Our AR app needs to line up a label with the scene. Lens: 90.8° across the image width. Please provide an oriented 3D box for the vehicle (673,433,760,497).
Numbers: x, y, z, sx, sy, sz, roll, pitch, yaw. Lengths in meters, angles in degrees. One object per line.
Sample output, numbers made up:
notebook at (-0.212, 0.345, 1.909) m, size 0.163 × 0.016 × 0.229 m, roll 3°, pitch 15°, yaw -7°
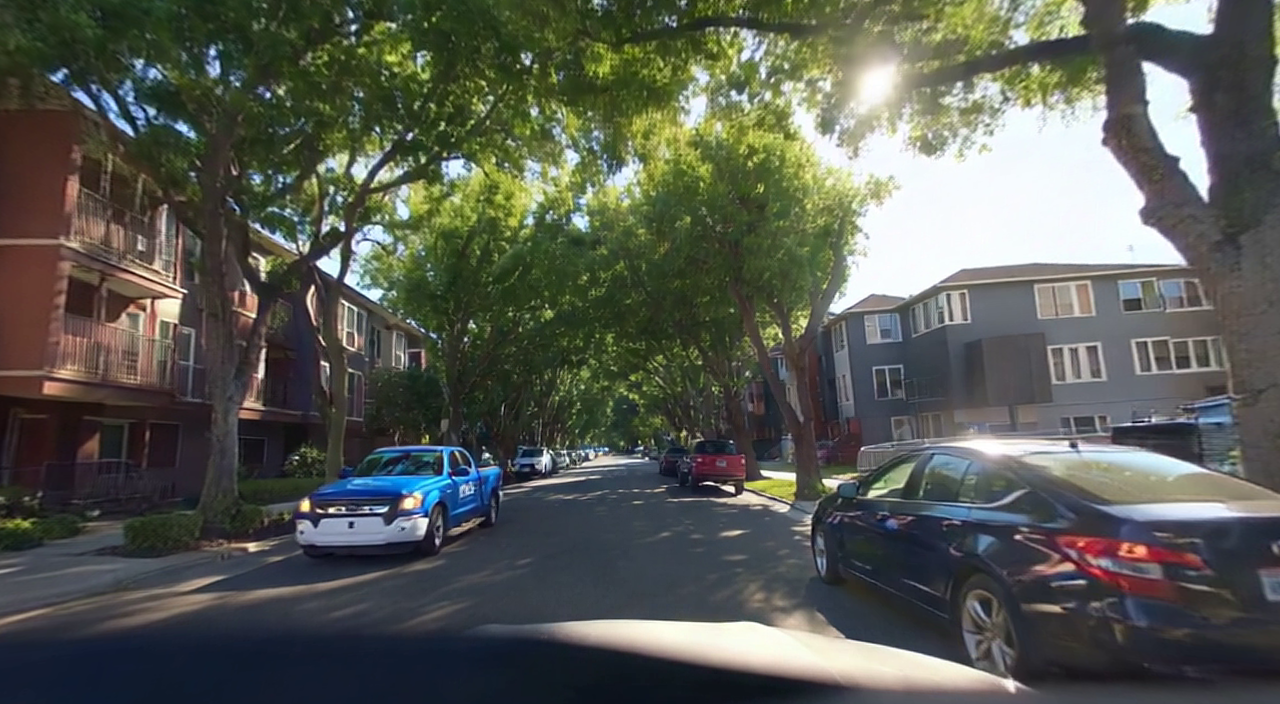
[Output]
vehicle at (2.113, 3.277, 18.680) m, size 1.878 × 1.664 × 4.033 m, roll 0°, pitch -8°, yaw -3°

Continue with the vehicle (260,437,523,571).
vehicle at (-3.271, 2.068, 9.501) m, size 1.966 × 1.515 × 4.394 m, roll -1°, pitch -8°, yaw 3°

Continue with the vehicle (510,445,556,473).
vehicle at (-6.524, 6.558, 38.964) m, size 1.959 × 1.490 × 4.361 m, roll 0°, pitch -7°, yaw 1°

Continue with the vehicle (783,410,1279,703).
vehicle at (2.591, 1.280, 4.408) m, size 1.845 × 1.479 × 4.727 m, roll 0°, pitch -8°, yaw -3°
